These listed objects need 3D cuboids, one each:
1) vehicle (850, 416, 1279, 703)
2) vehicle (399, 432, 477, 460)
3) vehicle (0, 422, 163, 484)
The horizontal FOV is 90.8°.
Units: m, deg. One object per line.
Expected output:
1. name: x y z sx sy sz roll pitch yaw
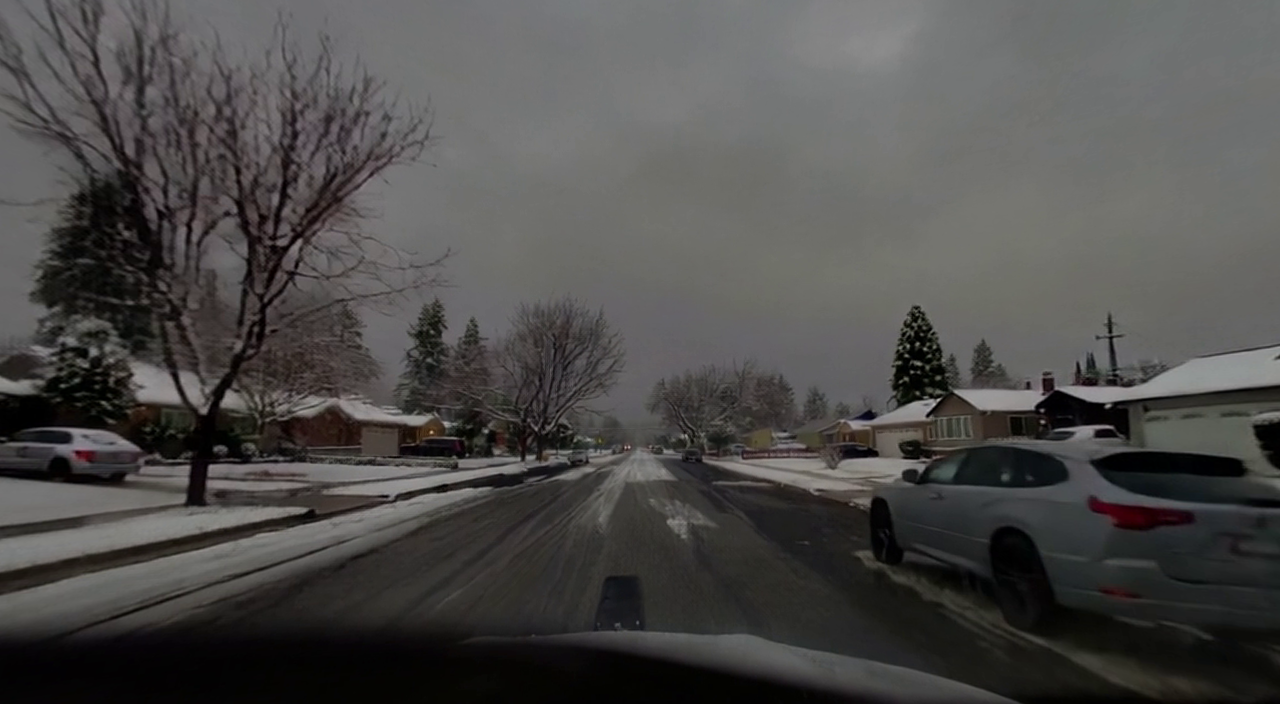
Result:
1. vehicle: 3.890 1.532 5.979 2.136 1.596 4.790 0 -9 0
2. vehicle: -15.093 7.104 47.348 5.003 1.805 2.041 10 -14 -37
3. vehicle: -16.642 2.826 17.764 4.607 1.573 2.058 2 -9 -5
